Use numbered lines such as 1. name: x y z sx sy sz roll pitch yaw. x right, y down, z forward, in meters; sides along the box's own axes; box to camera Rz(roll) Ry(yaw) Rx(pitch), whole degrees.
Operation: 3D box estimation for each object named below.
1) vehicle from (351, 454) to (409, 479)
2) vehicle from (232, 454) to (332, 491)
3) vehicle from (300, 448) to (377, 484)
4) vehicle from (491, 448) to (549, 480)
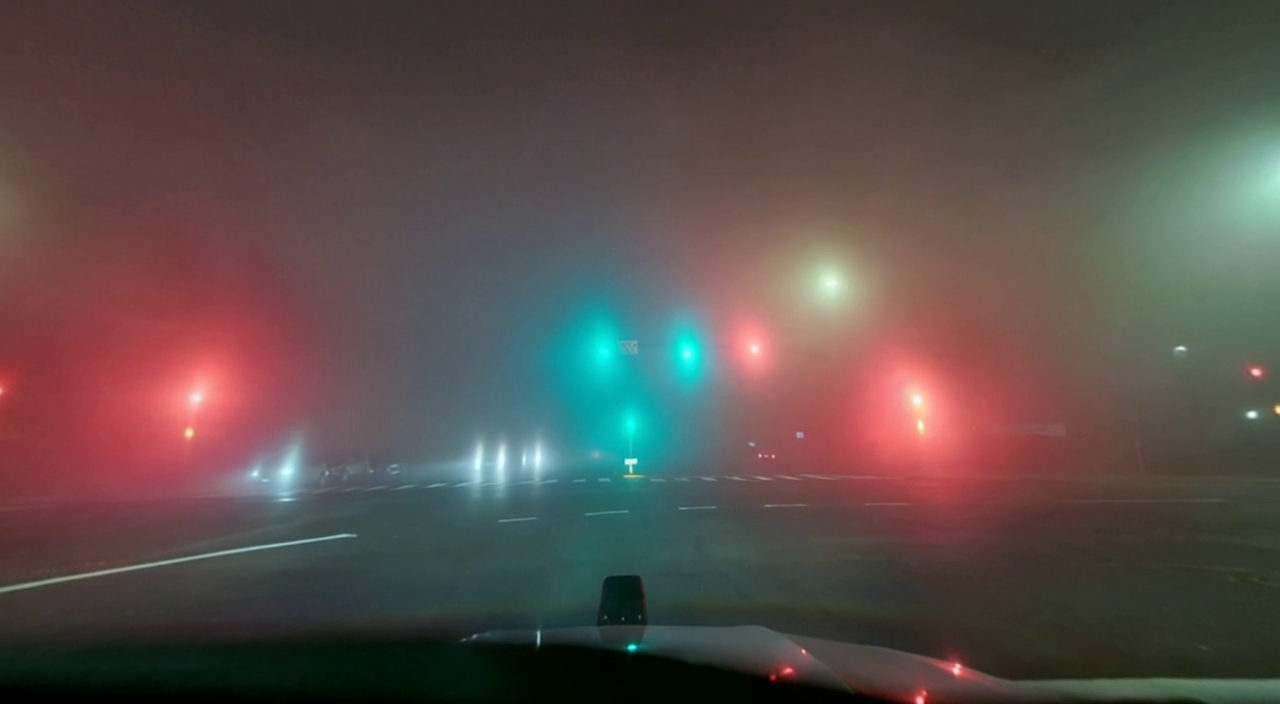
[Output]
1. vehicle: -16.893 7.418 40.997 1.804 1.486 4.625 0 -8 0
2. vehicle: -16.631 5.599 29.497 2.055 1.506 4.663 0 -9 -2
3. vehicle: -16.850 6.358 35.377 1.960 1.819 5.018 0 -9 -2
4. vehicle: -6.034 5.684 32.188 2.154 1.501 4.416 0 -8 -1
